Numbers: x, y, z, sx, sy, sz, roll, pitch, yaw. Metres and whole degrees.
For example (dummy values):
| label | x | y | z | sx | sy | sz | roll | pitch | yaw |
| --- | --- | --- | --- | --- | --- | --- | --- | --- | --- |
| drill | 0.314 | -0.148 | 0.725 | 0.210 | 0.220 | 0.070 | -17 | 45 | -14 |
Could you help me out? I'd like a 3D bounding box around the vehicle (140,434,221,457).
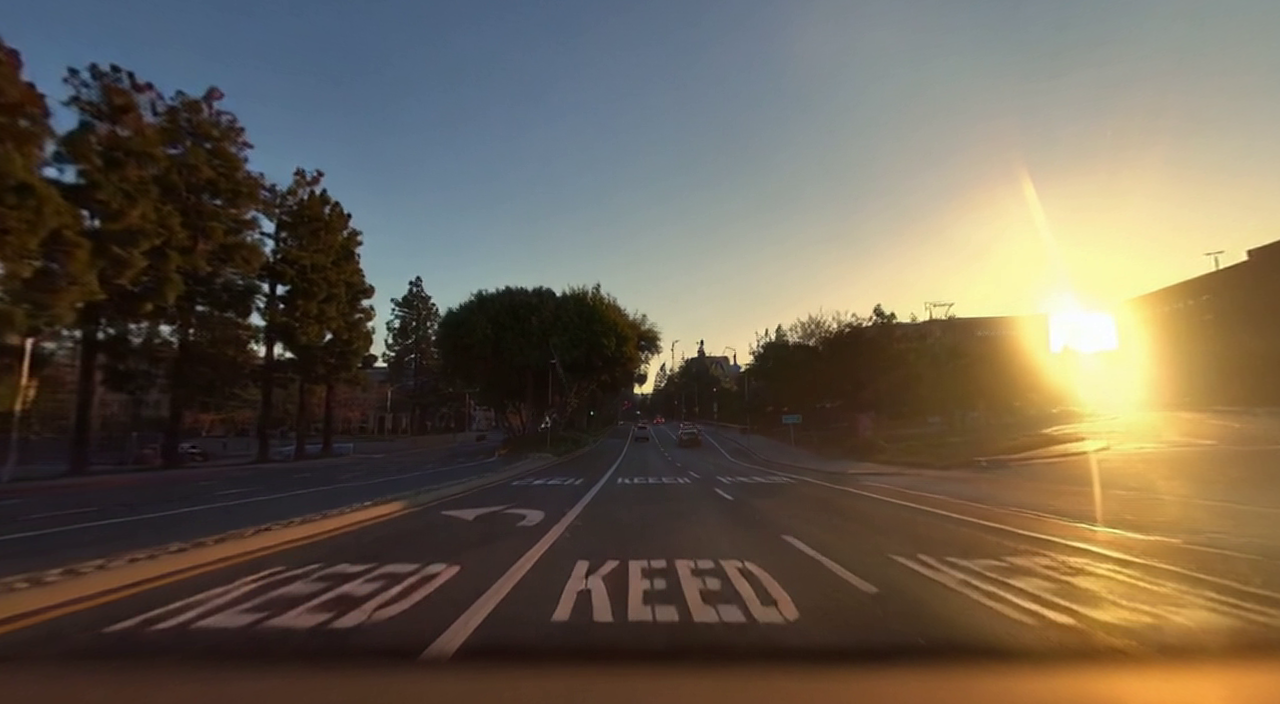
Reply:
| label | x | y | z | sx | sy | sz | roll | pitch | yaw |
| --- | --- | --- | --- | --- | --- | --- | --- | --- | --- |
| vehicle | -33.584 | 6.847 | 46.212 | 4.322 | 1.564 | 2.204 | -1 | -10 | 9 |
